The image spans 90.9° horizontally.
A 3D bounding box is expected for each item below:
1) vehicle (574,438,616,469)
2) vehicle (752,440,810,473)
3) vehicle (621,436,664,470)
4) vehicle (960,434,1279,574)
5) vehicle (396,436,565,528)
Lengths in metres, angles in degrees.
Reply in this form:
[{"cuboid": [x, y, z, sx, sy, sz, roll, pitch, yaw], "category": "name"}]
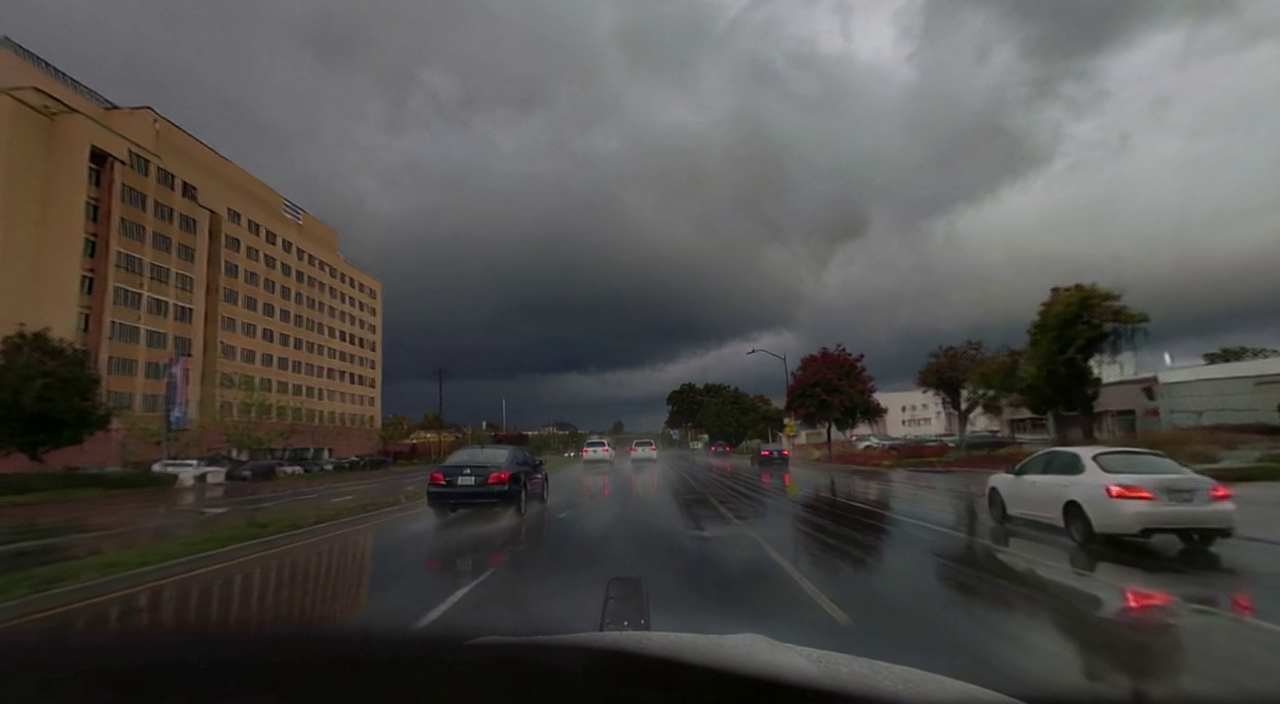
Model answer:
[{"cuboid": [-2.747, 6.294, 39.449, 2.117, 1.799, 4.442, -1, -8, 2], "category": "vehicle"}, {"cuboid": [6.748, 5.031, 30.573, 1.884, 1.458, 4.245, -1, -8, 1], "category": "vehicle"}, {"cuboid": [0.188, 5.733, 35.890, 2.304, 1.795, 4.526, -1, -8, 1], "category": "vehicle"}, {"cuboid": [6.735, 1.948, 9.038, 1.865, 1.458, 4.605, 0, -8, 0], "category": "vehicle"}, {"cuboid": [-2.875, 2.453, 12.547, 2.095, 1.486, 4.411, -1, -8, 2], "category": "vehicle"}]
